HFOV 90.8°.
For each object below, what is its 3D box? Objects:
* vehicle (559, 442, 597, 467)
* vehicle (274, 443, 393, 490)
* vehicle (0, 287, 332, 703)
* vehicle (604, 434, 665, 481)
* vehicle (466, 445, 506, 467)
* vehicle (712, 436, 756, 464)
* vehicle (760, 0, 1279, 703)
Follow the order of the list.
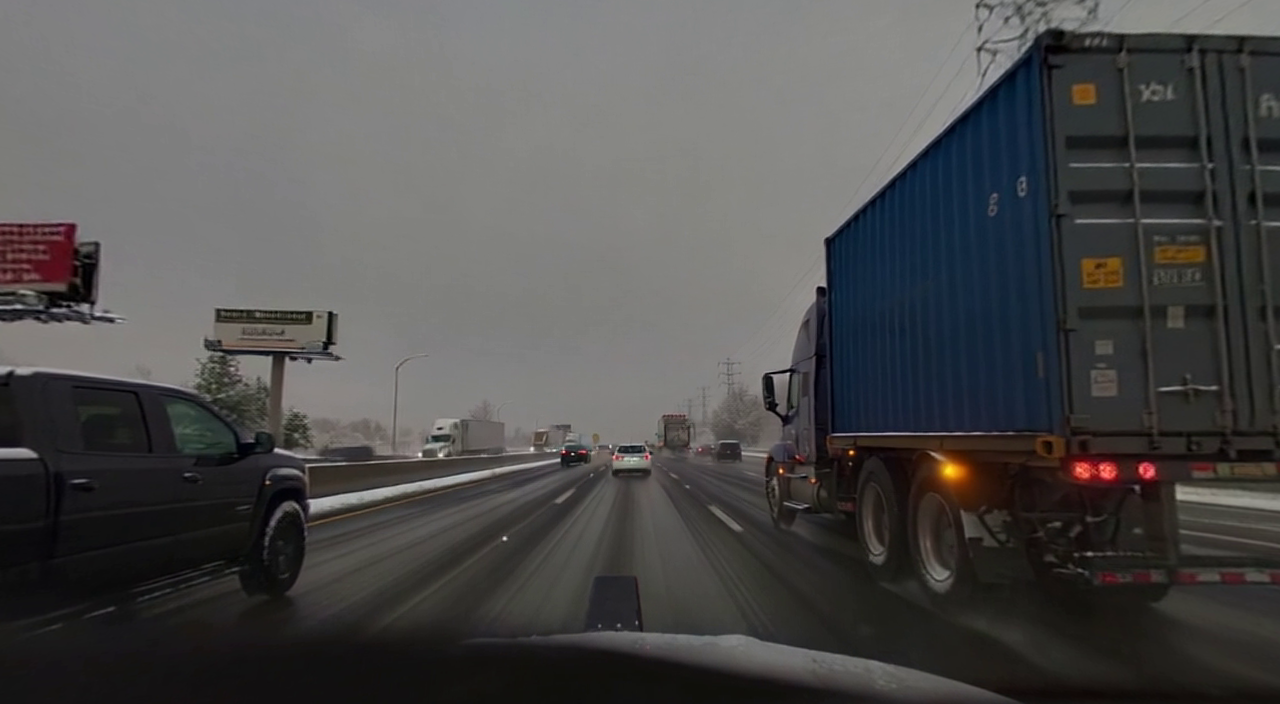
[{"bbox_3d":[-3.966,6.677,41.328,2.025,1.498,4.675,0,-9,0],"label":"vehicle"},{"bbox_3d":[-10.869,4.077,22.868,2.054,1.489,4.507,0,-9,0],"label":"vehicle"},{"bbox_3d":[-4.114,0.735,2.891,2.323,2.046,6.006,0,-9,1],"label":"vehicle"},{"bbox_3d":[-0.211,4.164,25.040,2.191,1.685,4.015,0,-9,0],"label":"vehicle"},{"bbox_3d":[-10.725,7.284,44.324,1.850,1.453,3.853,0,-9,0],"label":"vehicle"},{"bbox_3d":[6.928,7.298,47.131,2.302,1.973,5.502,0,-9,-1],"label":"vehicle"},{"bbox_3d":[3.422,0.243,5.542,3.013,3.940,7.933,0,-9,-1],"label":"vehicle"}]
